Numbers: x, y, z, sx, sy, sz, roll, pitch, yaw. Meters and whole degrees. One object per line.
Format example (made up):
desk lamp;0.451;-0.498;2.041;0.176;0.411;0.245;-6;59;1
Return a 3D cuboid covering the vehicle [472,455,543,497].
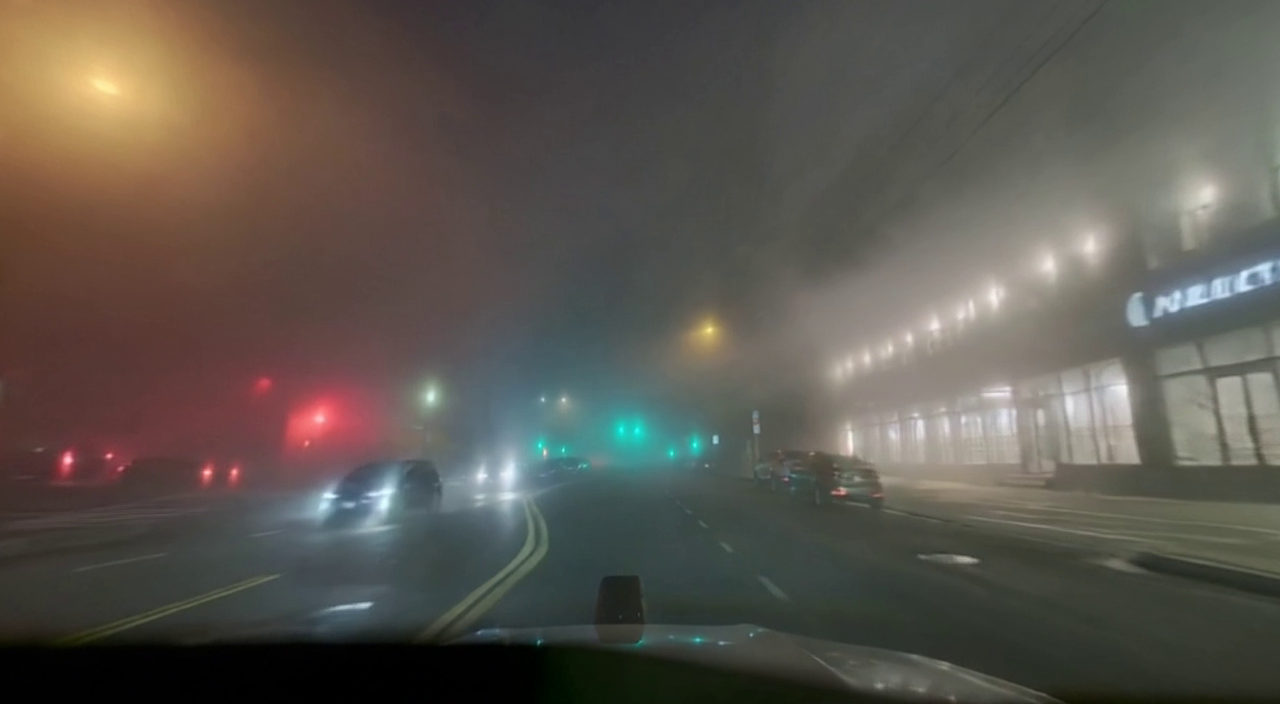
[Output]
vehicle;-5.336;5.028;25.952;1.949;1.533;3.864;-1;-9;2

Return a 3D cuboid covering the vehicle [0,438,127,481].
vehicle;-33.809;6.114;36.536;2.014;2.203;6.002;-3;-8;22

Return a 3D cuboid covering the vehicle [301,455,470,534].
vehicle;-5.617;3.178;14.667;2.052;1.481;4.248;-1;-8;2

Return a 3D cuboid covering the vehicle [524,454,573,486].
vehicle;-5.104;6.646;35.919;1.950;1.636;4.253;-1;-9;3

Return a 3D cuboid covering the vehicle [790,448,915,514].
vehicle;5.774;3.529;17.835;1.957;1.572;4.418;0;-9;0

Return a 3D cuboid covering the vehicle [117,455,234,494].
vehicle;-23.145;6.058;31.687;1.771;1.718;4.249;-5;-9;27
